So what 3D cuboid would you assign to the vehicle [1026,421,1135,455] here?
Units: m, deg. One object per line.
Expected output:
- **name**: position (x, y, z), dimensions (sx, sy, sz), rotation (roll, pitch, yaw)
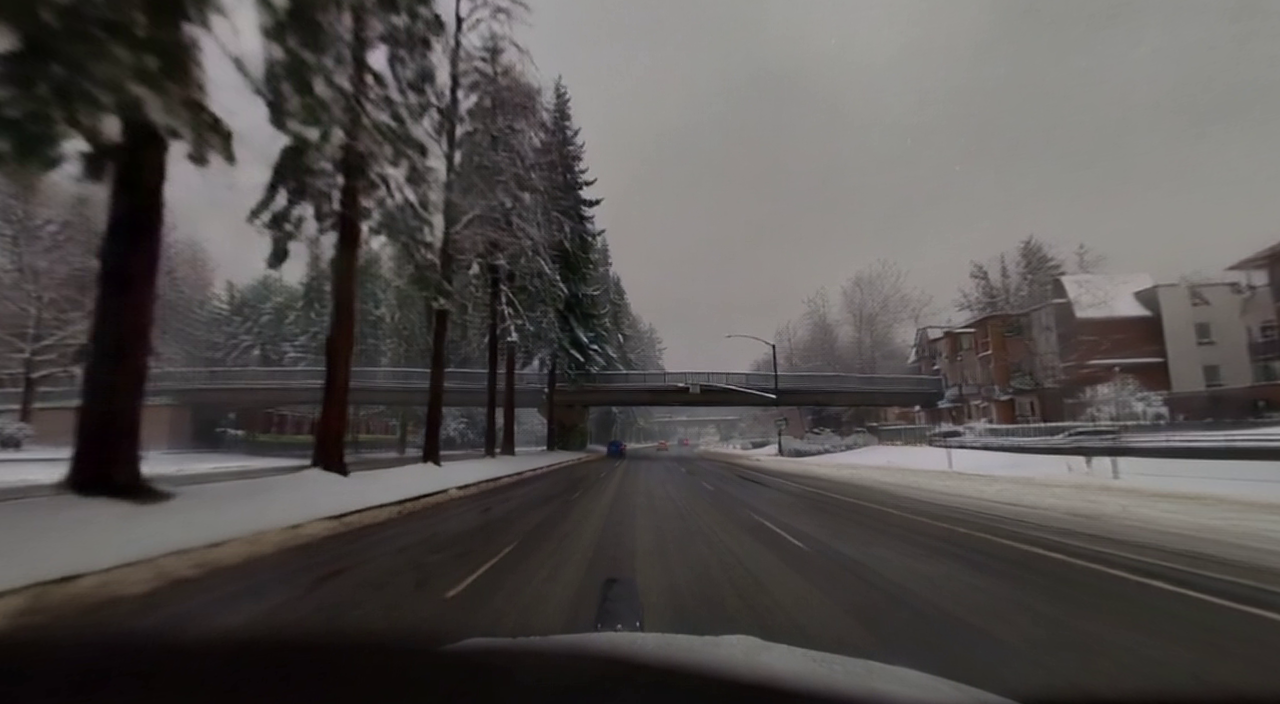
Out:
- **vehicle**: position (19.857, 3.893, 28.580), dimensions (3.688, 1.489, 1.667), rotation (1, -9, -4)
